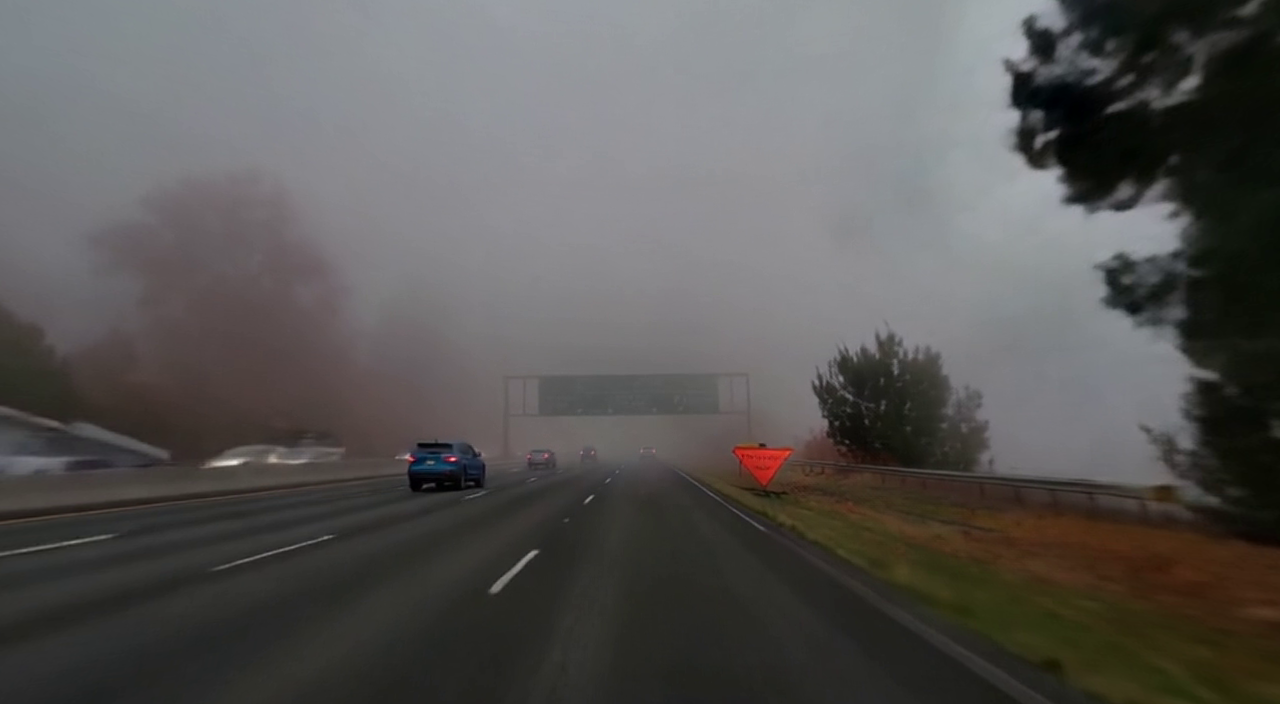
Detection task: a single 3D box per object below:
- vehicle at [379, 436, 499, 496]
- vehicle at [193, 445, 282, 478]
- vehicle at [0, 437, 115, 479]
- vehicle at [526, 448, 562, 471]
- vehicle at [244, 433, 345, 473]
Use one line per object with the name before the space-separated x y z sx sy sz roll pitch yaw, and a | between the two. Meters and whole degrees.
vehicle | -6.415 3.698 20.784 2.402 1.733 4.512 0 -9 1
vehicle | -19.152 5.216 30.148 1.680 1.459 3.734 -1 -9 2
vehicle | -30.027 5.038 30.109 2.748 1.866 8.287 0 -8 0
vehicle | -6.823 7.665 45.065 1.895 1.506 4.245 0 -9 0
vehicle | -22.906 6.724 42.203 2.696 2.385 6.852 -1 -9 2
